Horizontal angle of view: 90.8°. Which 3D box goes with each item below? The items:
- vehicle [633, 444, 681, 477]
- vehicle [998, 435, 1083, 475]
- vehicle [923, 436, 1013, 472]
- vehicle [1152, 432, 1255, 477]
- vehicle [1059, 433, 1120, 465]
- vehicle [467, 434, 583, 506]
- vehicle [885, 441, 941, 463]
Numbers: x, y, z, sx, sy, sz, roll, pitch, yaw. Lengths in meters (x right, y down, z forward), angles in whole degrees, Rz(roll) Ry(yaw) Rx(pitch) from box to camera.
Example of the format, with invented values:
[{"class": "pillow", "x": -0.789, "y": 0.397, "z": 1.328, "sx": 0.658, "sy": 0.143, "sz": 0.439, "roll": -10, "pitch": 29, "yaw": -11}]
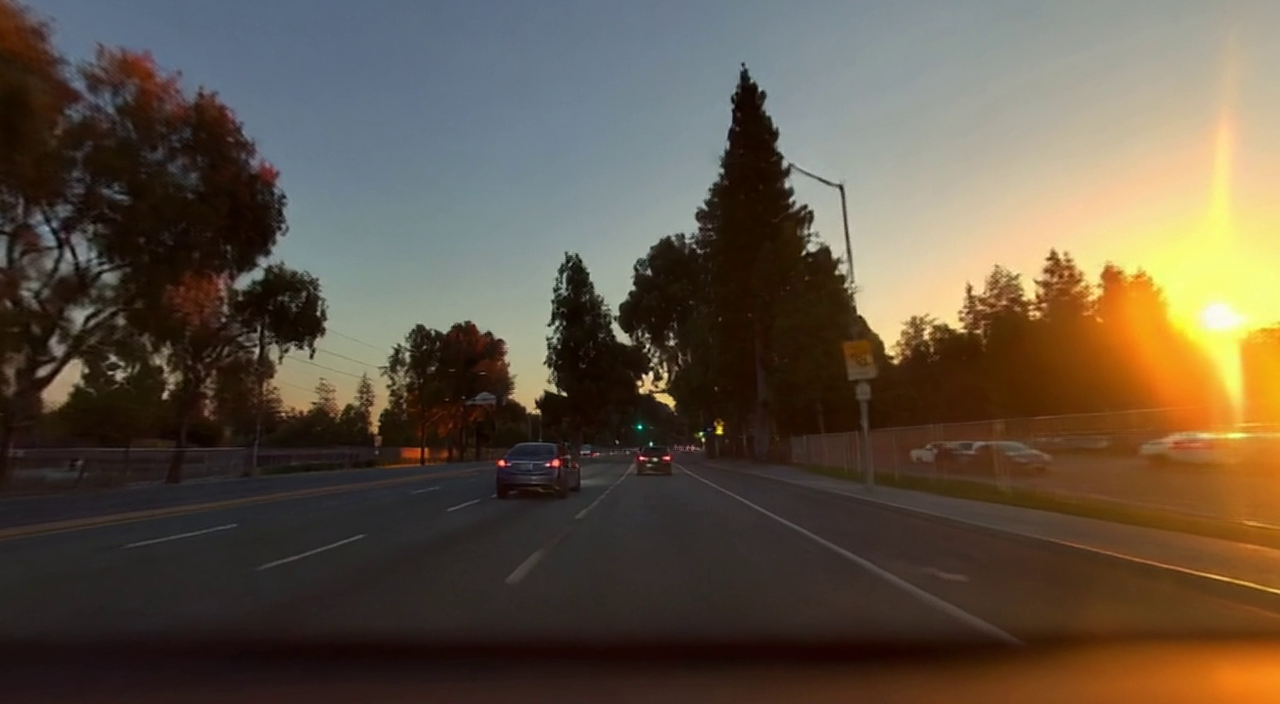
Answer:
[{"class": "vehicle", "x": 0.836, "y": 5.275, "z": 30.902, "sx": 2.147, "sy": 1.474, "sz": 4.083, "roll": 0, "pitch": -8, "yaw": 2}, {"class": "vehicle", "x": 16.185, "y": 4.112, "z": 25.435, "sx": 2.131, "sy": 1.437, "sz": 4.325, "roll": -7, "pitch": -11, "yaw": 41}, {"class": "vehicle", "x": 14.633, "y": 4.498, "z": 28.073, "sx": 4.830, "sy": 1.459, "sz": 2.041, "roll": 8, "pitch": -12, "yaw": -44}, {"class": "vehicle", "x": 19.681, "y": 3.533, "z": 21.984, "sx": 4.562, "sy": 1.392, "sz": 2.048, "roll": 7, "pitch": -11, "yaw": -41}, {"class": "vehicle", "x": 26.548, "y": 5.684, "z": 37.253, "sx": 4.534, "sy": 1.729, "sz": 1.975, "roll": 7, "pitch": -10, "yaw": -44}, {"class": "vehicle", "x": -2.949, "y": 3.137, "z": 17.309, "sx": 2.105, "sy": 1.676, "sz": 4.541, "roll": -1, "pitch": -8, "yaw": 3}, {"class": "vehicle", "x": 19.146, "y": 6.978, "z": 44.205, "sx": 4.404, "sy": 1.469, "sz": 1.947, "roll": 8, "pitch": -12, "yaw": -43}]
